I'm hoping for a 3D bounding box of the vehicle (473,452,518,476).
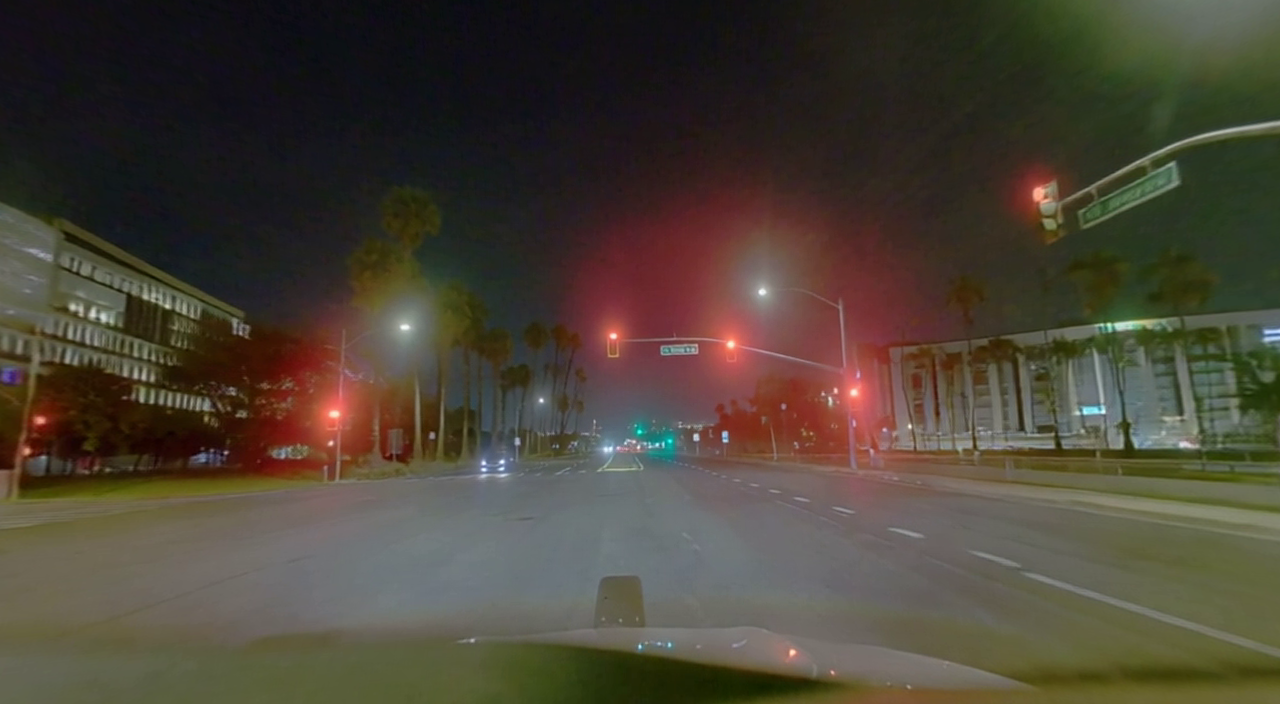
[{"bbox_3d":[-9.870,7.656,43.456,2.149,1.477,4.186,0,-9,-1],"label":"vehicle"}]
